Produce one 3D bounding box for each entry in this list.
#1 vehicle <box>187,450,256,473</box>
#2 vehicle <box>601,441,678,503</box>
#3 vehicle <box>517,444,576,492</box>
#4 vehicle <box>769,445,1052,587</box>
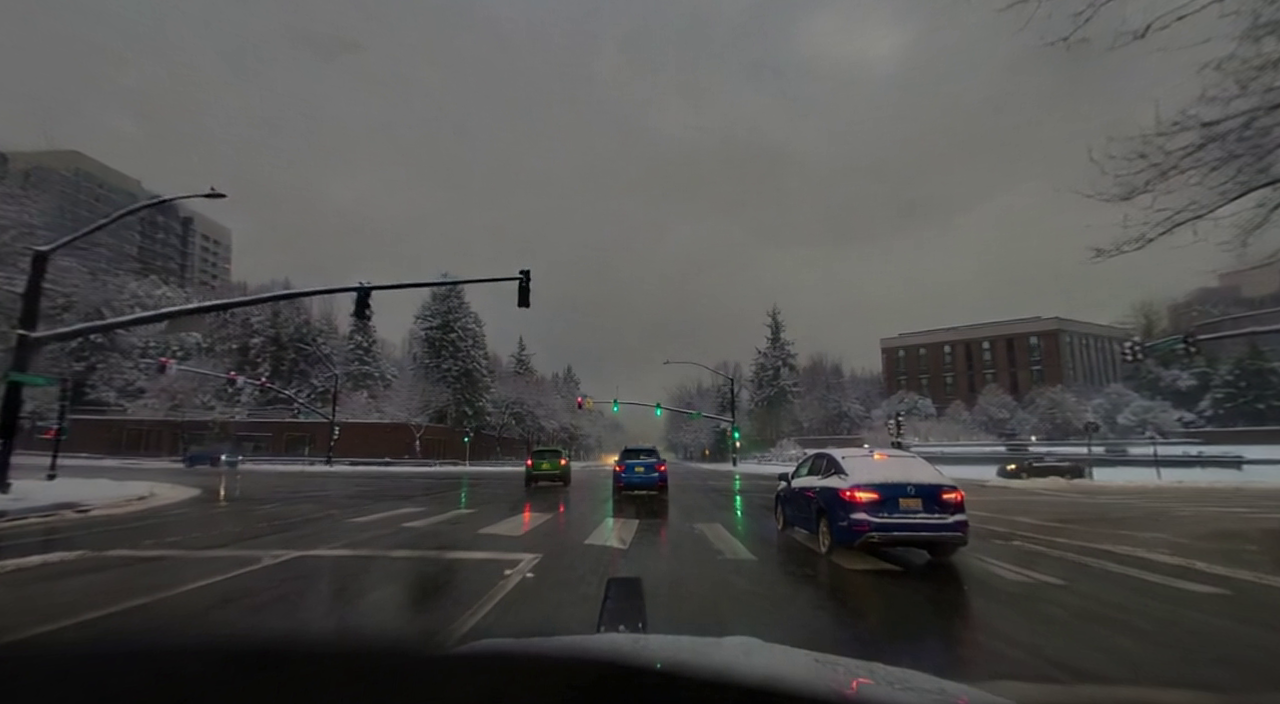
[{"bbox_3d":[-31.335,8.150,46.974,4.422,1.605,1.955,-3,-9,20],"label":"vehicle"},{"bbox_3d":[0.006,3.602,19.259,2.108,1.654,4.235,0,-9,0],"label":"vehicle"},{"bbox_3d":[-3.452,4.326,23.854,1.987,1.633,4.005,1,-9,-6],"label":"vehicle"},{"bbox_3d":[3.333,2.084,8.955,2.056,1.468,4.520,0,-9,0],"label":"vehicle"}]
